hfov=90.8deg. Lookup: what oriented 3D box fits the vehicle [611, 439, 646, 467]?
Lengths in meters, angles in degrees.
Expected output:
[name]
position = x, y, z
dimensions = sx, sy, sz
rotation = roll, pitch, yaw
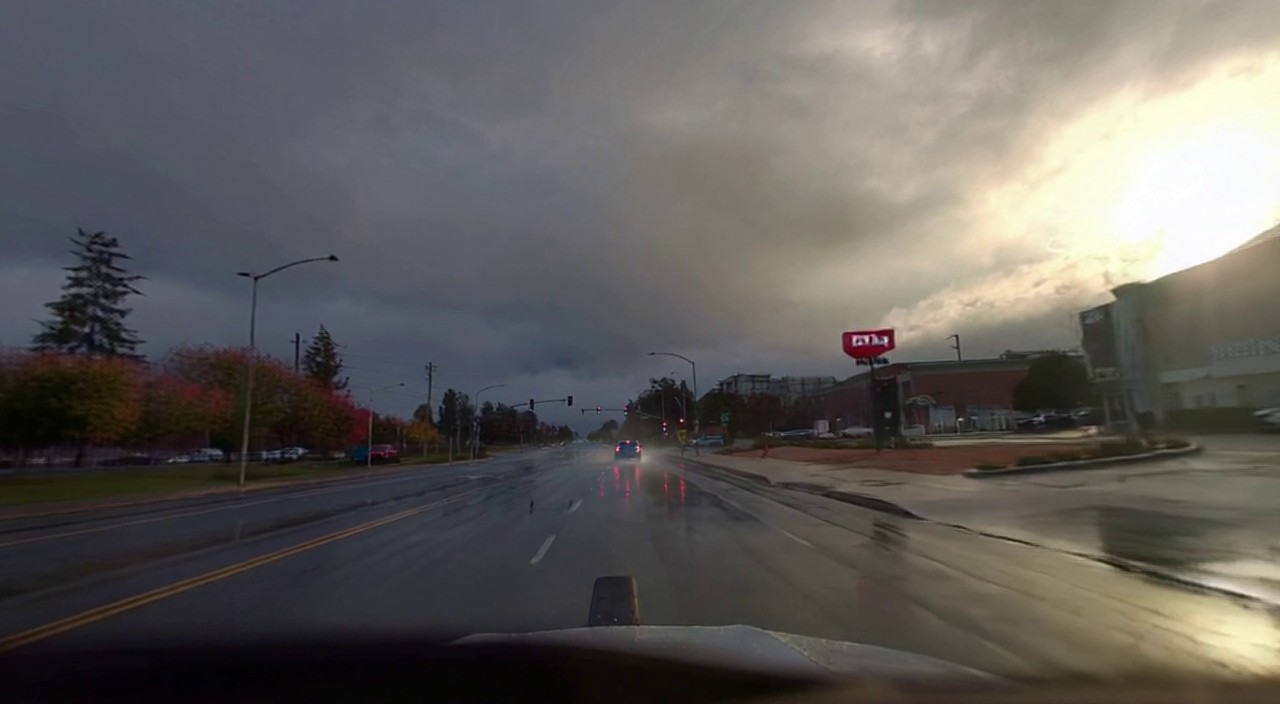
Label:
[vehicle]
position = -0.707, 6.228, 39.245
dimensions = 2.024, 1.628, 4.774
rotation = 0, -8, -1
